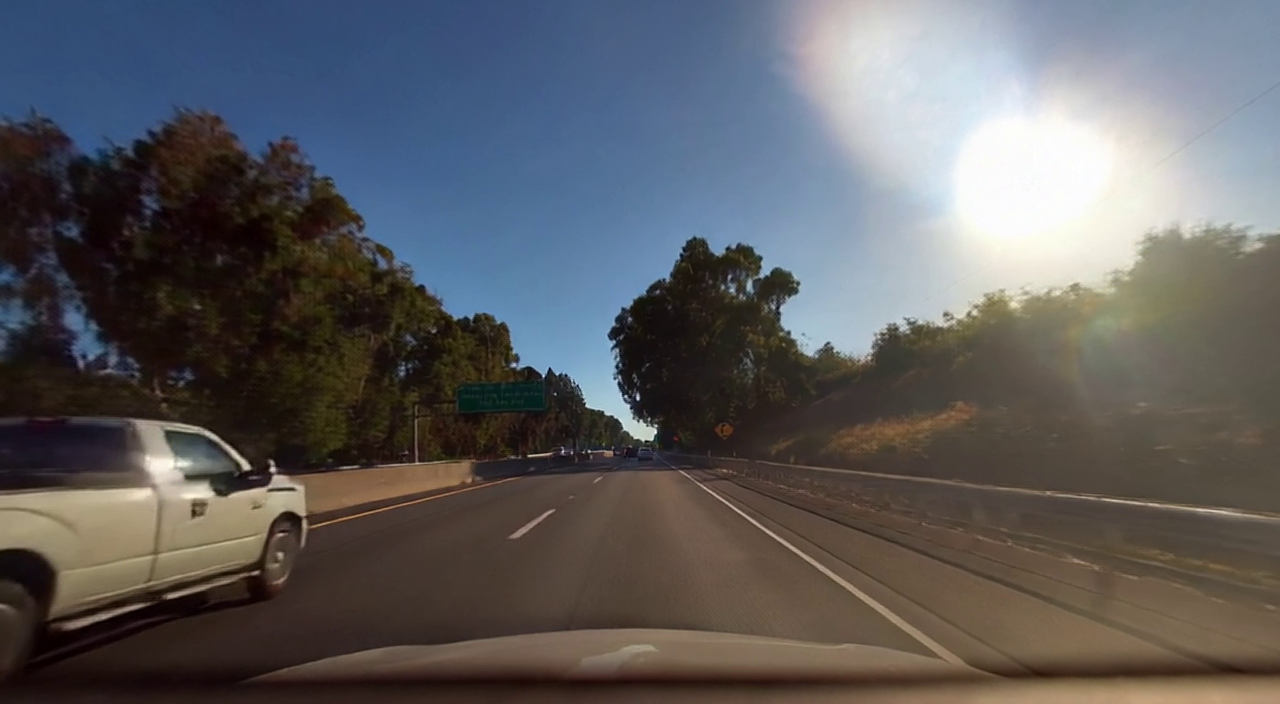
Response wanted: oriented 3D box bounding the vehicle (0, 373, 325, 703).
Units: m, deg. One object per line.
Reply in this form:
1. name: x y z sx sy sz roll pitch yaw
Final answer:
1. vehicle: -3.701 1.010 3.285 2.009 1.638 3.968 0 -9 0
